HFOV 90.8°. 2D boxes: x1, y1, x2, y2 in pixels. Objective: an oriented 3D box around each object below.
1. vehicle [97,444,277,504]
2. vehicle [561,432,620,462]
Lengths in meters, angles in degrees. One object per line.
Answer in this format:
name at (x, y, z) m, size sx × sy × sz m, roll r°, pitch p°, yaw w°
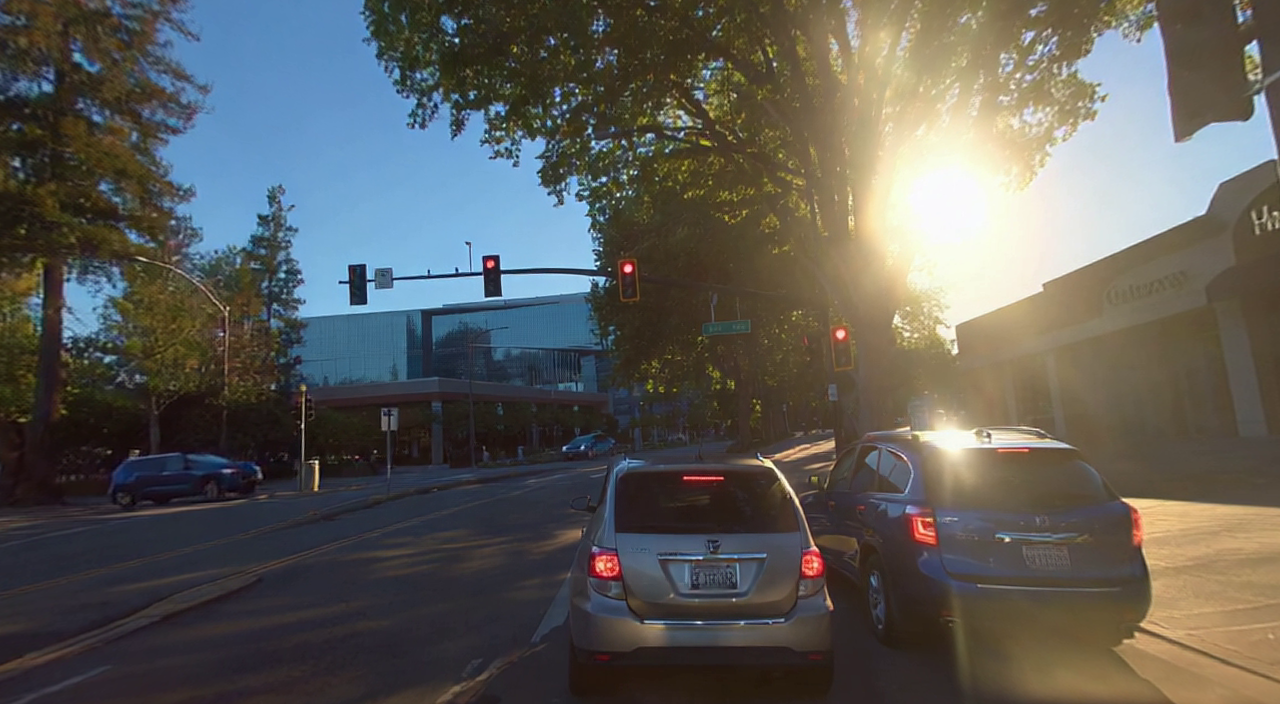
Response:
vehicle at (-15.283, 4.114, 21.499) m, size 4.715 × 1.745 × 2.026 m, roll -3°, pitch -9°, yaw 6°
vehicle at (-3.153, 6.273, 41.668) m, size 2.244 × 1.792 × 4.648 m, roll -3°, pitch -9°, yaw 18°
